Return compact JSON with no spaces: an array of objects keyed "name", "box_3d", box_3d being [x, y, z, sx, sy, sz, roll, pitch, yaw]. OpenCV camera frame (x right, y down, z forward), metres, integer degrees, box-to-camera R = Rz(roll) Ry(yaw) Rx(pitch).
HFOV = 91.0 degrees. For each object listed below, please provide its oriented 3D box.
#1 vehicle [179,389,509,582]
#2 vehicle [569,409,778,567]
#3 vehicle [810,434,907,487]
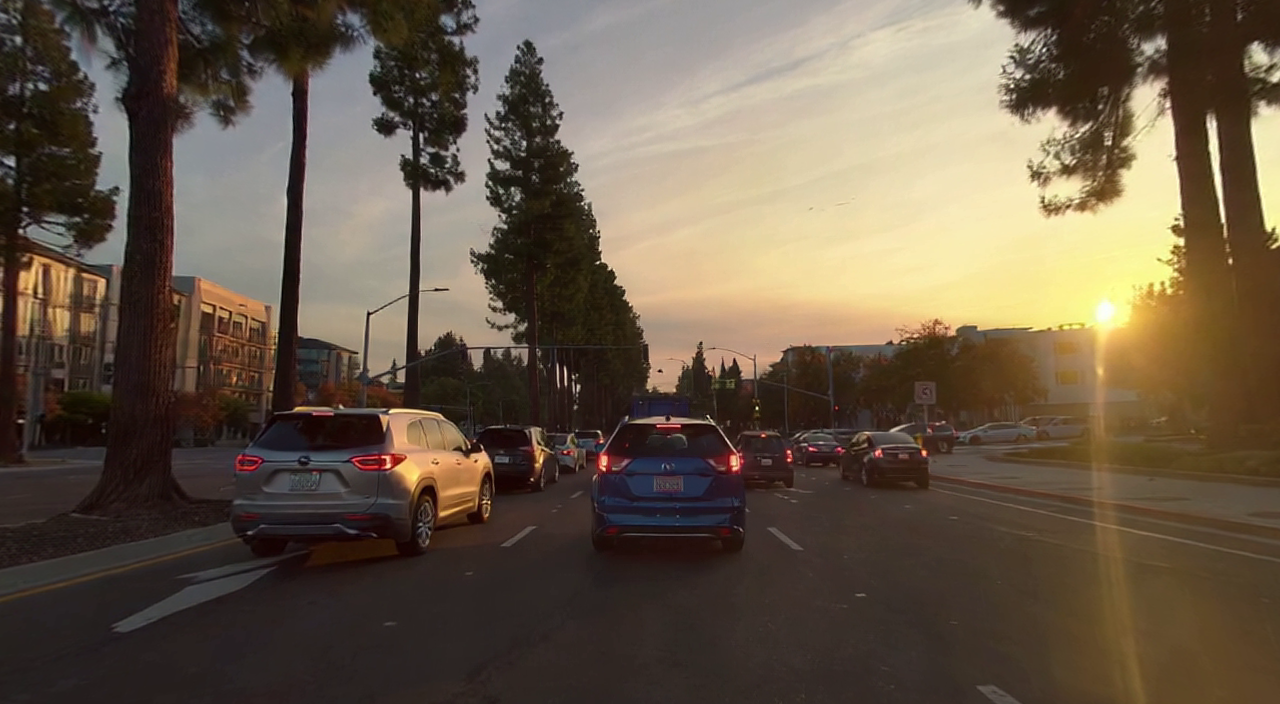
[{"name":"vehicle","box_3d":[-3.251,1.579,8.186,2.085,1.812,4.388,0,-8,1]},{"name":"vehicle","box_3d":[0.378,1.748,8.780,2.189,1.649,4.171,0,-8,1]},{"name":"vehicle","box_3d":[7.249,3.627,21.363,2.067,1.599,4.251,-1,-8,5]}]
